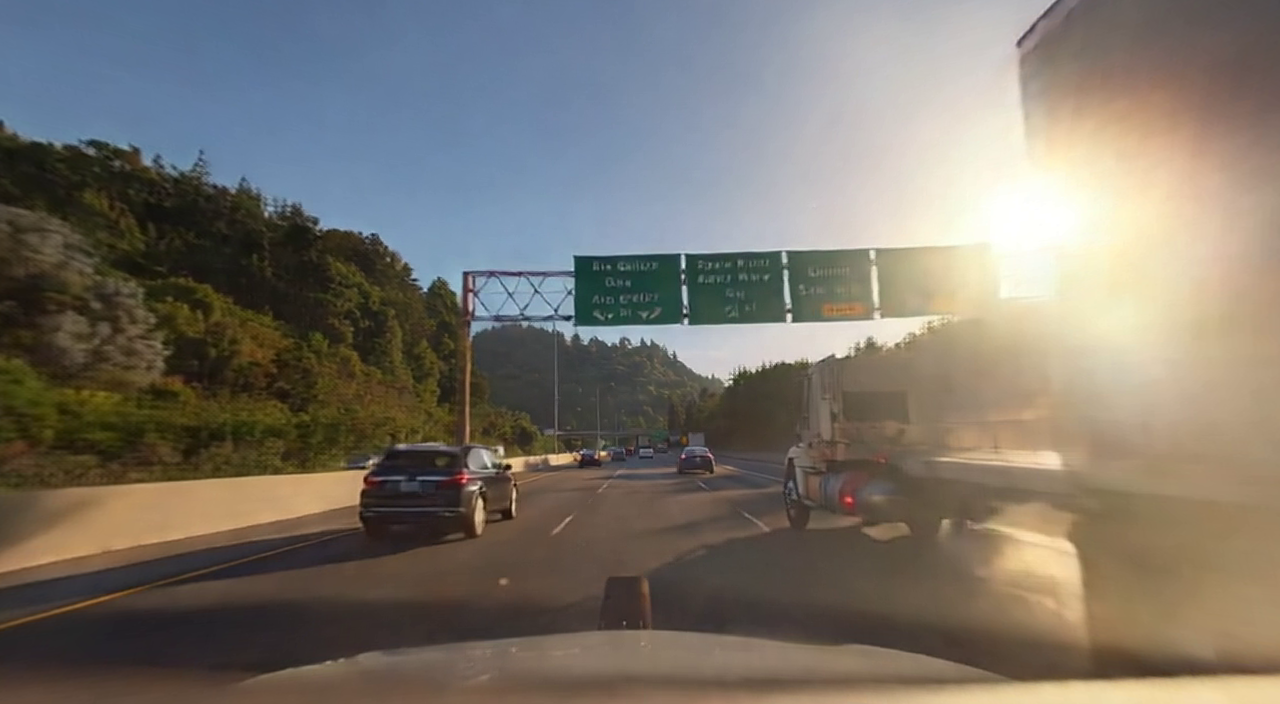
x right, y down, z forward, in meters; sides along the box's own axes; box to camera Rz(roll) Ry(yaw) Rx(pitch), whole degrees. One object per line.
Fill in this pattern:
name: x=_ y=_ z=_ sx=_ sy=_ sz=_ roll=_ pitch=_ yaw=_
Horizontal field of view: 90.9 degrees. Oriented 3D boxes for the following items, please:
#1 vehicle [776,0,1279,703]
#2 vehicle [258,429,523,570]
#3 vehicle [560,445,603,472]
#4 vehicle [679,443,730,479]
vehicle: x=3.980 y=0.267 z=5.985 sx=2.985 sy=3.895 sz=11.239 roll=-1 pitch=-8 yaw=1
vehicle: x=-3.334 y=2.066 z=9.811 sx=1.974 sy=1.589 sz=5.047 roll=-1 pitch=-8 yaw=1
vehicle: x=-3.426 y=6.360 z=37.913 sx=2.099 sy=1.494 sz=4.504 roll=-1 pitch=-8 yaw=1
vehicle: x=2.793 y=4.863 z=28.454 sx=2.040 sy=1.461 sz=4.822 roll=-1 pitch=-8 yaw=3
